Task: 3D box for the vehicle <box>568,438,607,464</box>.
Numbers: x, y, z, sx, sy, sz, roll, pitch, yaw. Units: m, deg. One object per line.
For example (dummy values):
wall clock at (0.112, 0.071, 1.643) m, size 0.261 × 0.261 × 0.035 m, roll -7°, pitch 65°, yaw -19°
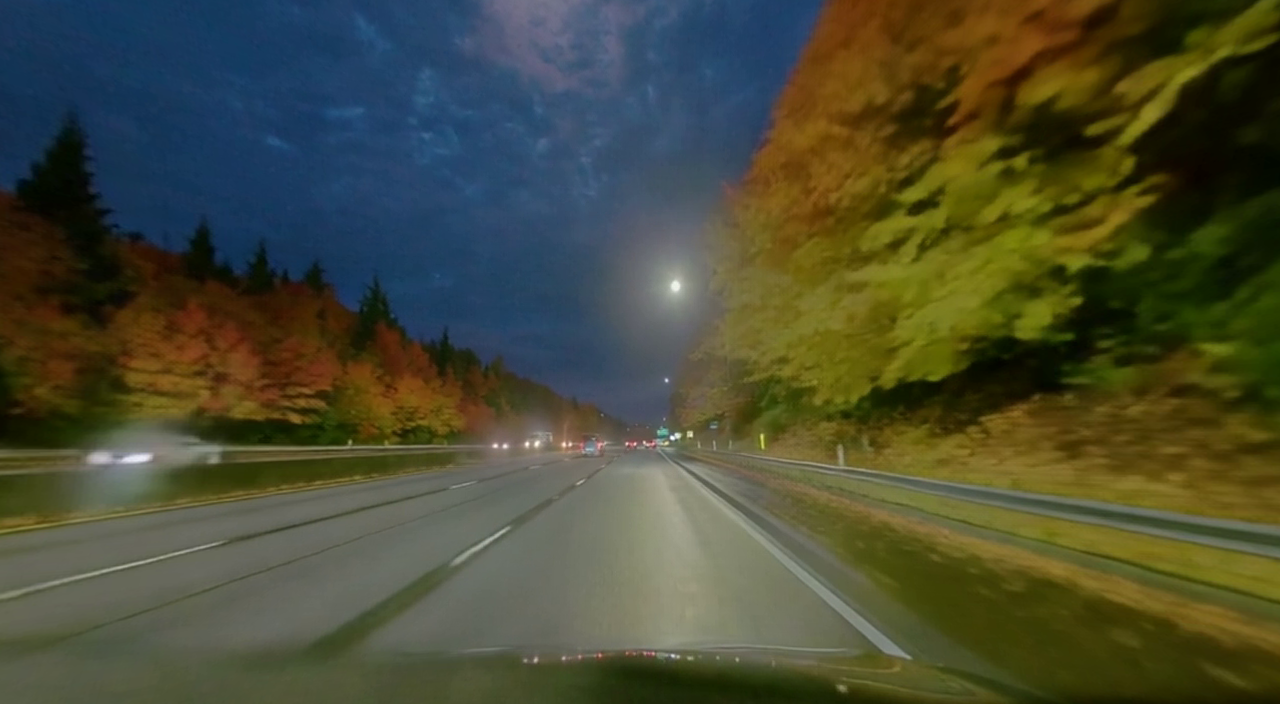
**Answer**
vehicle at (-3.447, 6.566, 41.844) m, size 2.123 × 1.643 × 4.479 m, roll 0°, pitch -8°, yaw 1°
